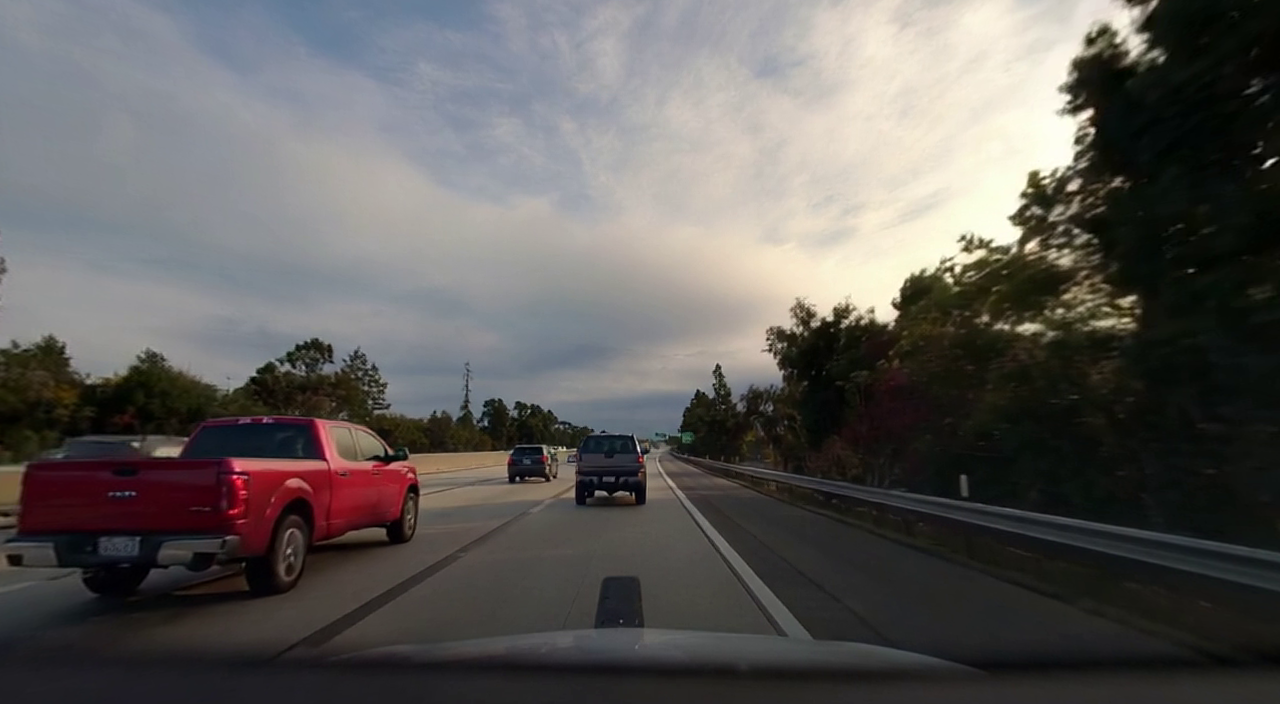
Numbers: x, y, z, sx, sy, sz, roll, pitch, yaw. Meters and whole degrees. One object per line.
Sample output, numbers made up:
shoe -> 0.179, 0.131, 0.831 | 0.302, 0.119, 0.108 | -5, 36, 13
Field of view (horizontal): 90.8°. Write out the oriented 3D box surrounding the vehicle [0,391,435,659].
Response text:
vehicle -> -4.047, 1.482, 6.687 | 2.038, 1.704, 5.181 | 0, -8, 0

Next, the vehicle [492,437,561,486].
vehicle -> -4.451, 4.357, 25.483 | 1.991, 1.776, 4.333 | 0, -8, 0

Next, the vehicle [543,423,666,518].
vehicle -> -0.630, 2.536, 14.053 | 2.293, 1.753, 4.380 | 0, -8, 1
